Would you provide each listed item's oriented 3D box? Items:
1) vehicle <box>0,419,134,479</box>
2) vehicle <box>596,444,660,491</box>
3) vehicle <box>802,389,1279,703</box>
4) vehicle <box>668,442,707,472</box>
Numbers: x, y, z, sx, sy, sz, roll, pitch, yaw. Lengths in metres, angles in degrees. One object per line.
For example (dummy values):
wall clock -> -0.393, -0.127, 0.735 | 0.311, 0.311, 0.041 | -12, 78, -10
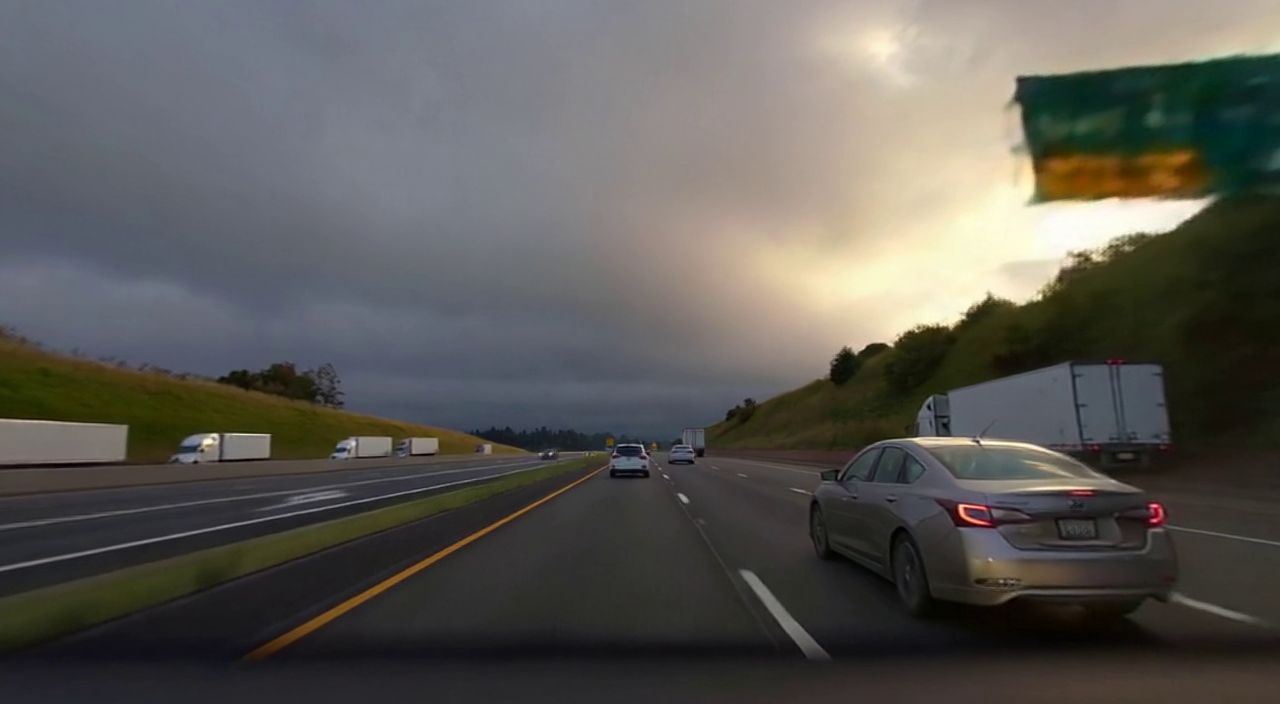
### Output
vehicle -> -36.745, 5.446, 35.322 | 2.760, 3.231, 16.626 | 0, -9, 2
vehicle -> -0.402, 3.884, 21.474 | 1.970, 1.441, 3.846 | 0, -9, -1
vehicle -> 2.996, 1.291, 5.125 | 1.997, 1.534, 4.664 | 0, -9, -1
vehicle -> 2.813, 6.405, 38.568 | 2.048, 1.704, 4.284 | 0, -9, 0
